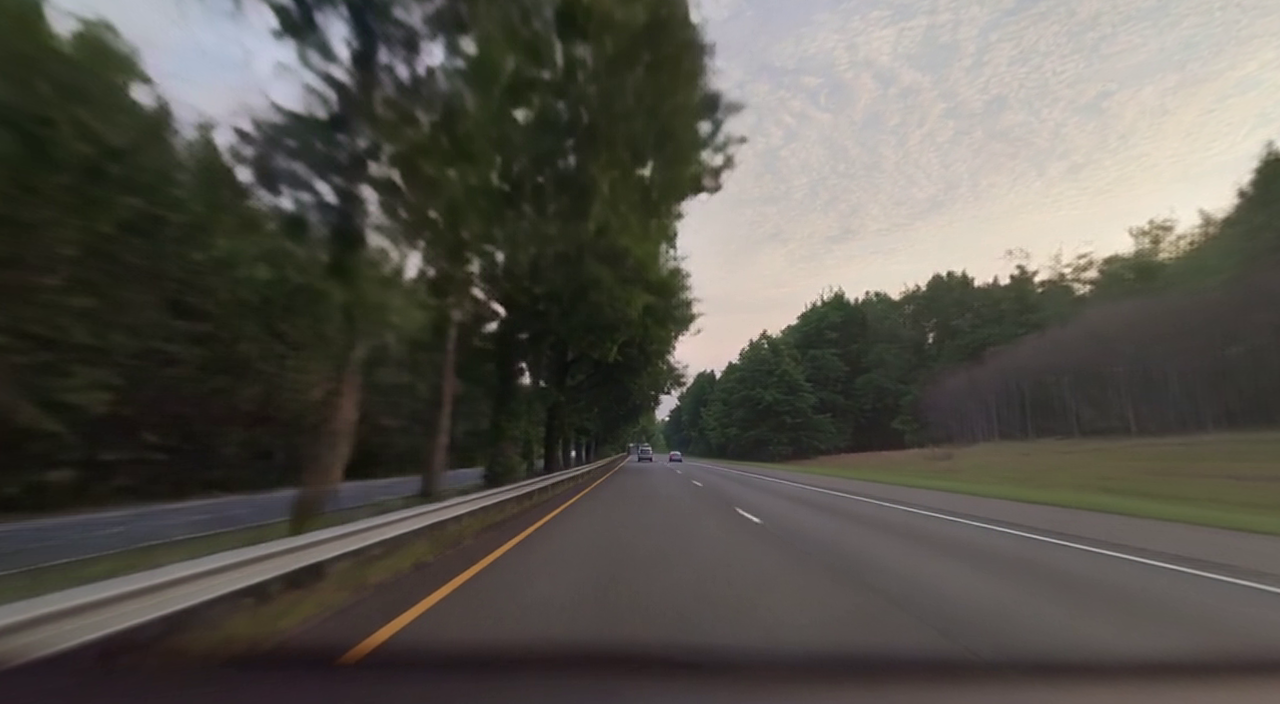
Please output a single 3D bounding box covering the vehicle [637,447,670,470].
[{"bbox_3d":[0.876,7.357,43.798,2.162,1.492,3.975,0,-9,-1],"label":"vehicle"}]
